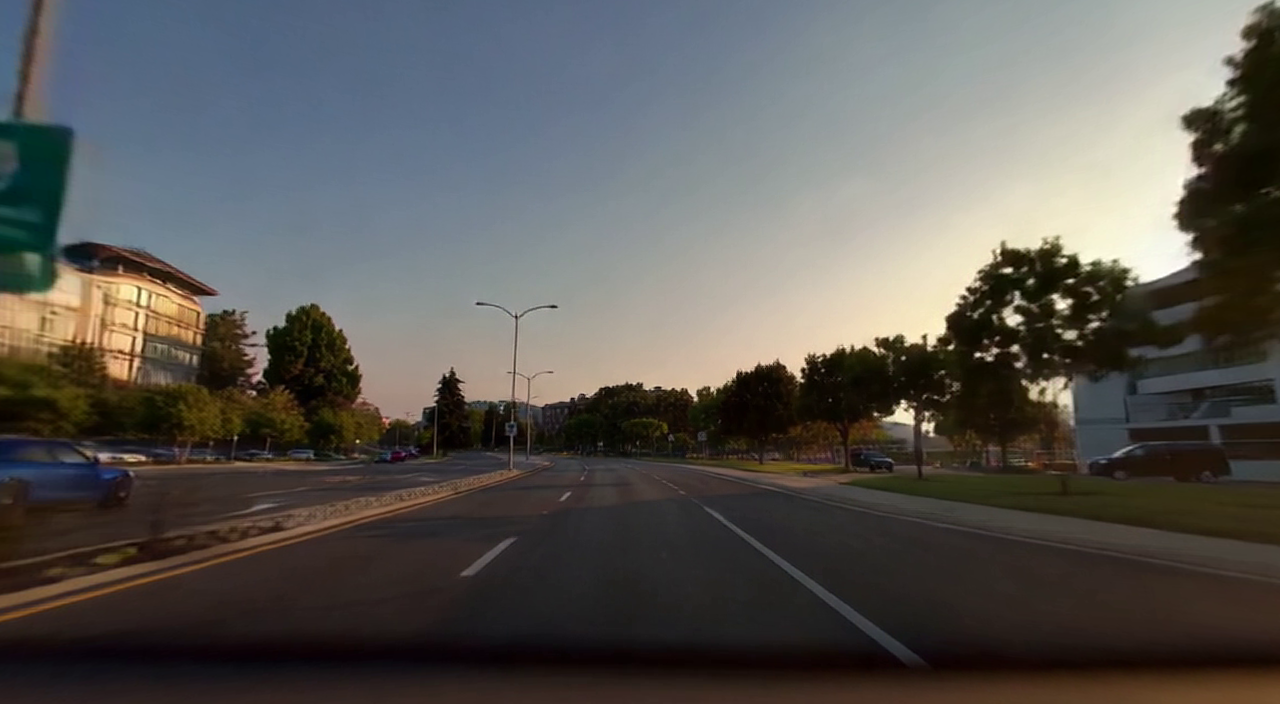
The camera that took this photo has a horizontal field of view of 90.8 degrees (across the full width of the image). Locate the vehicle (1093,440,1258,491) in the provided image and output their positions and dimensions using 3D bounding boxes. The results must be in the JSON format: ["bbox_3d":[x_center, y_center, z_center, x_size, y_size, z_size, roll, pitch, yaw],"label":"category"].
[{"bbox_3d":[31.813,6.724,37.923,2.649,2.623,6.928,8,-10,-26],"label":"vehicle"}]

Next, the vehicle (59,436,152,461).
[{"bbox_3d":[-41.427,7.552,49.092,4.875,1.819,2.218,4,-11,-19],"label":"vehicle"}]
